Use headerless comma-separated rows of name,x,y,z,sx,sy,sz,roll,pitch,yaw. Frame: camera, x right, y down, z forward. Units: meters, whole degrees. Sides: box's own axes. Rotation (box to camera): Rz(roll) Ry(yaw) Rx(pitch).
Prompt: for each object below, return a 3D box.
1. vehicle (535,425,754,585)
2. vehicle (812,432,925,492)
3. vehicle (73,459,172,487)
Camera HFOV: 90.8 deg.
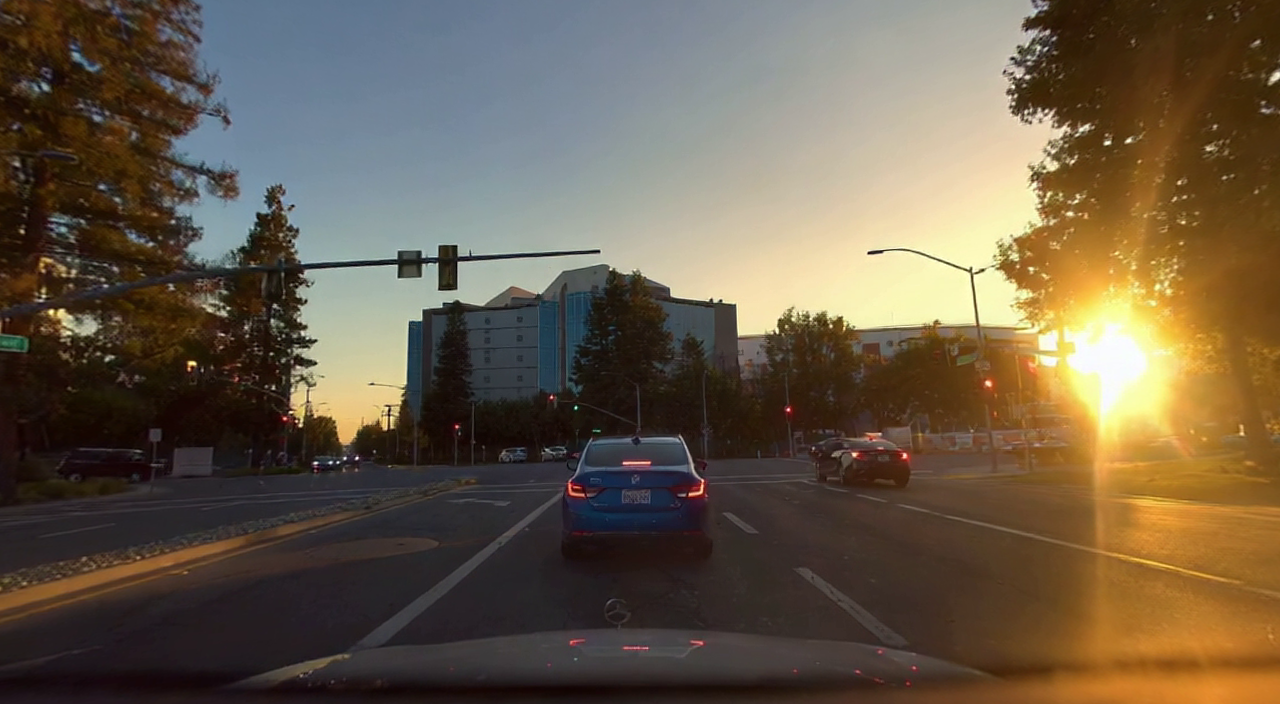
vehicle,-0.014,1.763,8.145,2.070,1.488,4.206,0,-8,-2
vehicle,7.060,3.440,20.073,2.039,1.692,4.319,0,-8,1
vehicle,-32.377,7.556,39.649,4.401,1.625,1.863,0,-8,-4
